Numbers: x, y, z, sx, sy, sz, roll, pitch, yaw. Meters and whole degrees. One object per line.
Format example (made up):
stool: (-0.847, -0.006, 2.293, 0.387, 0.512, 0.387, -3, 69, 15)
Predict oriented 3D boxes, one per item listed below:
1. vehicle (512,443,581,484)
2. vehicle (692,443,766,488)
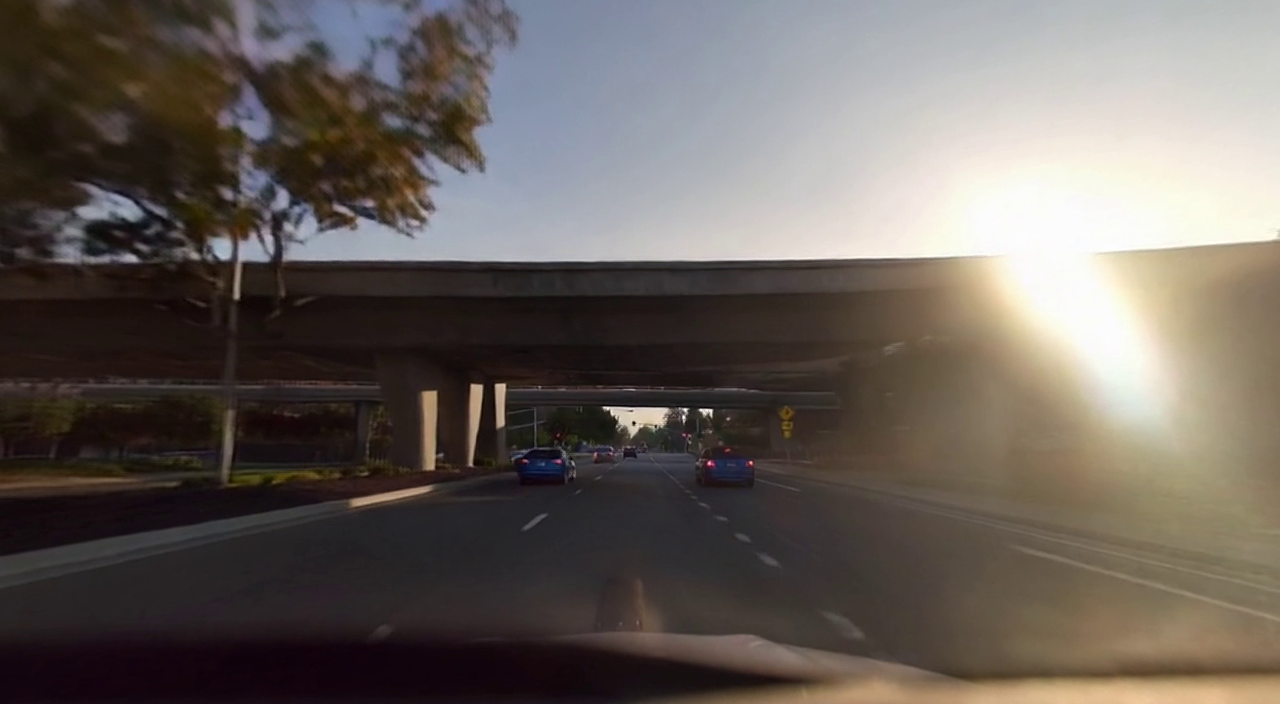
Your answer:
vehicle: (-3.663, 4.439, 25.534, 2.060, 1.484, 4.417, 0, -9, 1)
vehicle: (3.178, 4.167, 23.536, 2.068, 1.497, 4.247, 0, -9, -1)
